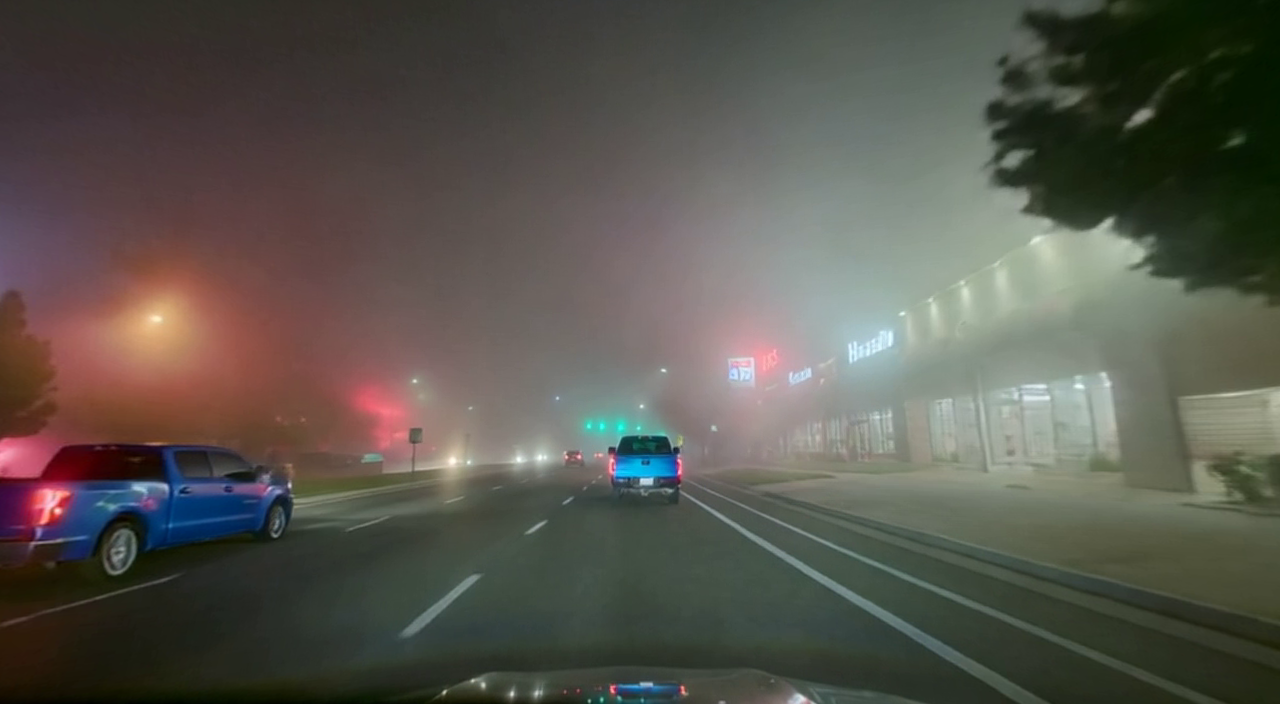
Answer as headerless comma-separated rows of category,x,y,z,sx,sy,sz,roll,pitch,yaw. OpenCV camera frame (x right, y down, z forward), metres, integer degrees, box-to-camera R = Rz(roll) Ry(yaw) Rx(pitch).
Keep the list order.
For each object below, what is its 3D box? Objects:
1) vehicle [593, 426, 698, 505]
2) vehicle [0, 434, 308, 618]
vehicle,0.039,3.282,18.626,2.590,1.932,5.776,1,-9,-2
vehicle,-5.959,1.718,7.229,1.888,1.424,4.553,0,-9,-1
